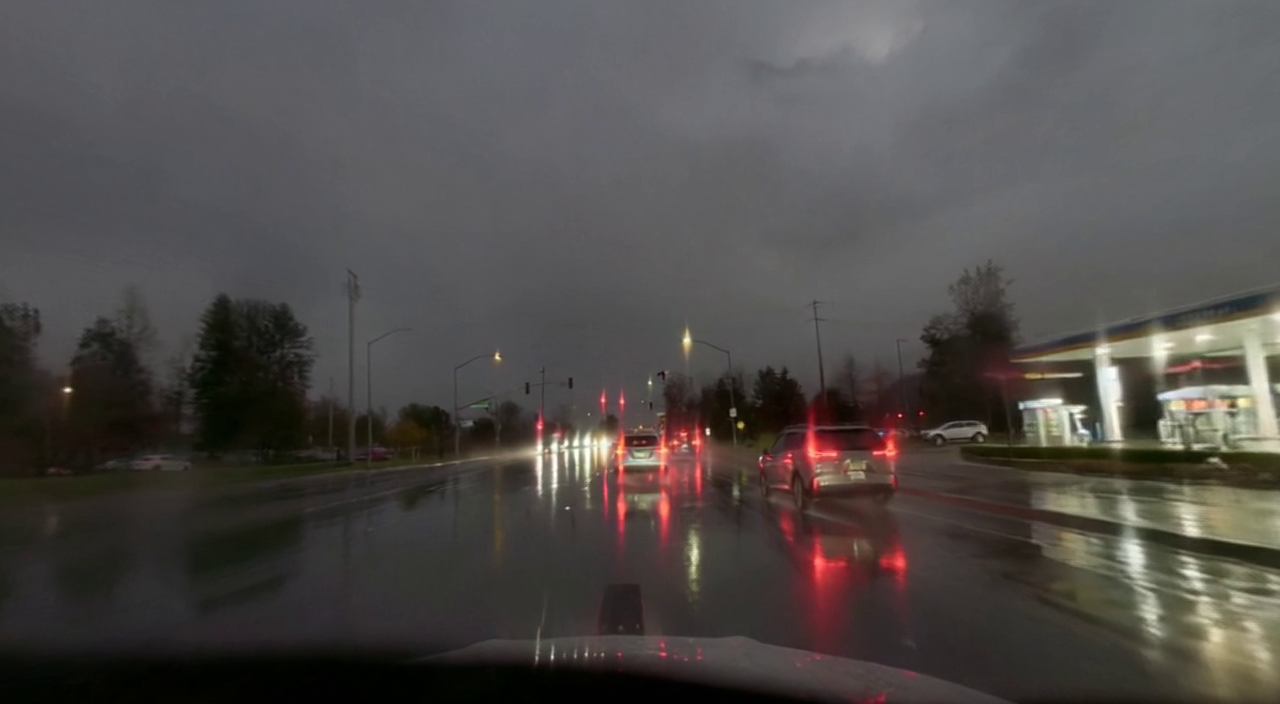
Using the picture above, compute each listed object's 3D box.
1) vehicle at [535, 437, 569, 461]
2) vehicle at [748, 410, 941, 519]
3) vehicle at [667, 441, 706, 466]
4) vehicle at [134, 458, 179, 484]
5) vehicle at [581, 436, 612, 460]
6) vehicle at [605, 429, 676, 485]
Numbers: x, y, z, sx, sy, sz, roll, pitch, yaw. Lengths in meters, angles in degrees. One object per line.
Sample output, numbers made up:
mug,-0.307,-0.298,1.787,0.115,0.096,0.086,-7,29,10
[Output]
vehicle,-6.698,7.423,48.317,1.994,1.695,4.471,0,-8,0
vehicle,3.851,2.242,13.106,2.116,1.791,5.006,0,-8,-3
vehicle,2.569,5.734,35.863,1.822,1.331,3.583,0,-8,-2
vehicle,-30.706,7.518,40.070,1.948,1.452,4.370,7,-11,-39
vehicle,-3.322,7.436,48.951,2.155,1.745,4.248,0,-8,-1
vehicle,-0.072,3.511,21.373,2.164,1.718,3.881,0,-8,-2
